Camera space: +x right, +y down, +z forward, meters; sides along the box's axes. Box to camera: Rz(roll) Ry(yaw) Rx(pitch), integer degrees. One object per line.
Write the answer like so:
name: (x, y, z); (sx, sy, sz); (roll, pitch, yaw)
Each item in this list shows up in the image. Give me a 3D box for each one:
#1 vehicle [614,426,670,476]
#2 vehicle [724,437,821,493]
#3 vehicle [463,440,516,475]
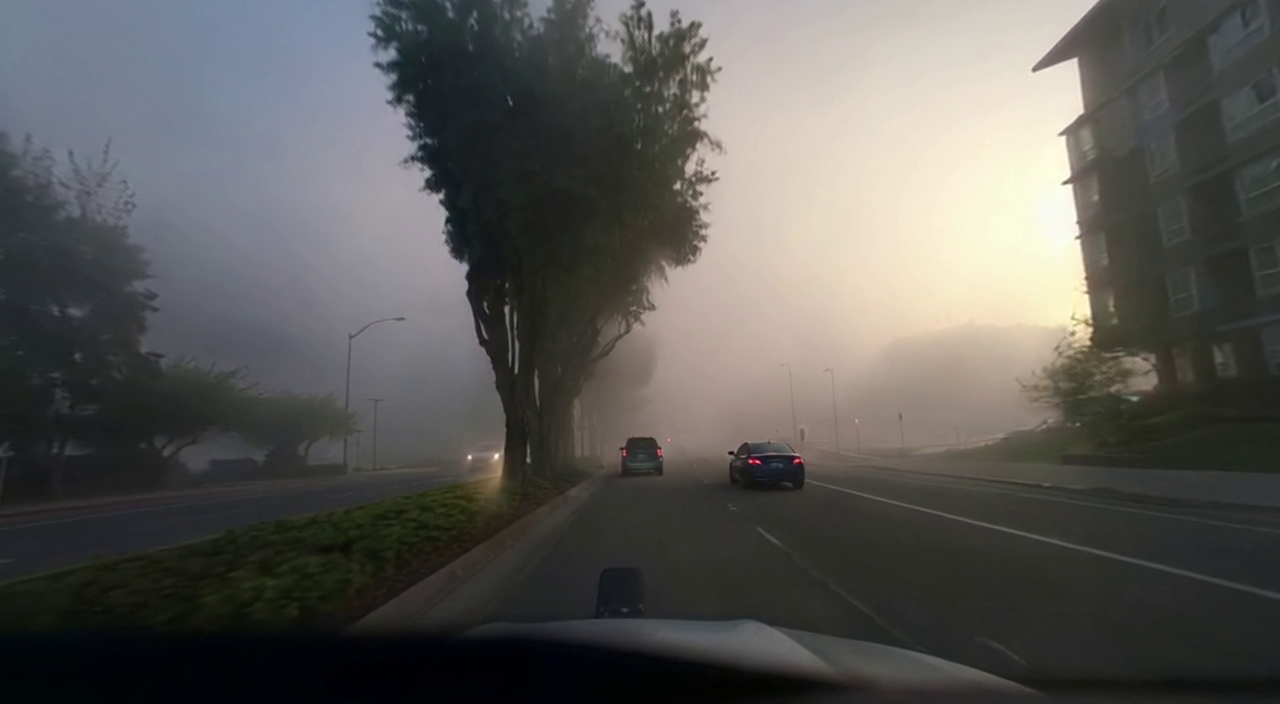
vehicle: (-0.011, 4.618, 29.561); (2.396, 2.143, 4.824); (0, -8, -2)
vehicle: (3.896, 3.412, 19.402); (2.075, 1.486, 4.316); (0, -8, 0)
vehicle: (-8.538, 6.017, 36.154); (1.873, 1.894, 4.186); (-1, -8, 2)
